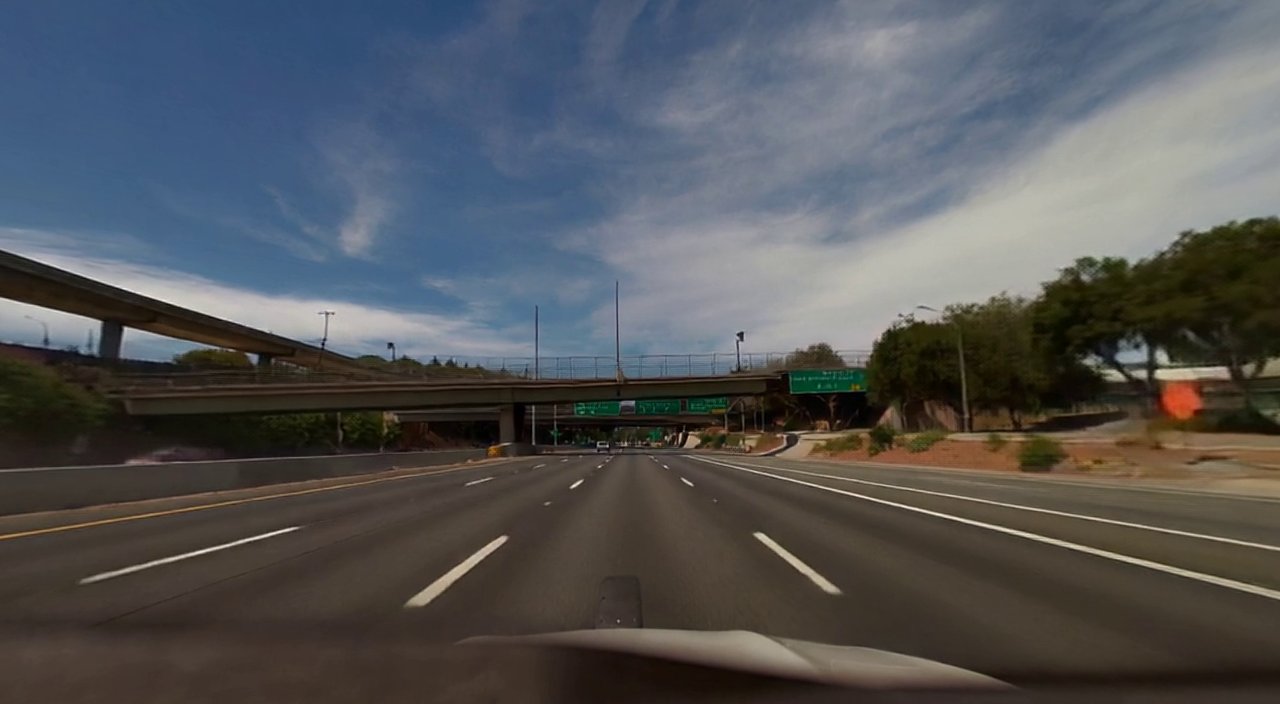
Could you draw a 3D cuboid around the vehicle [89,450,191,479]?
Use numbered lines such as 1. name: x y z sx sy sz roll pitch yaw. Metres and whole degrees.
1. vehicle: -29.553 6.653 37.588 2.011 1.562 4.983 0 -8 -1
